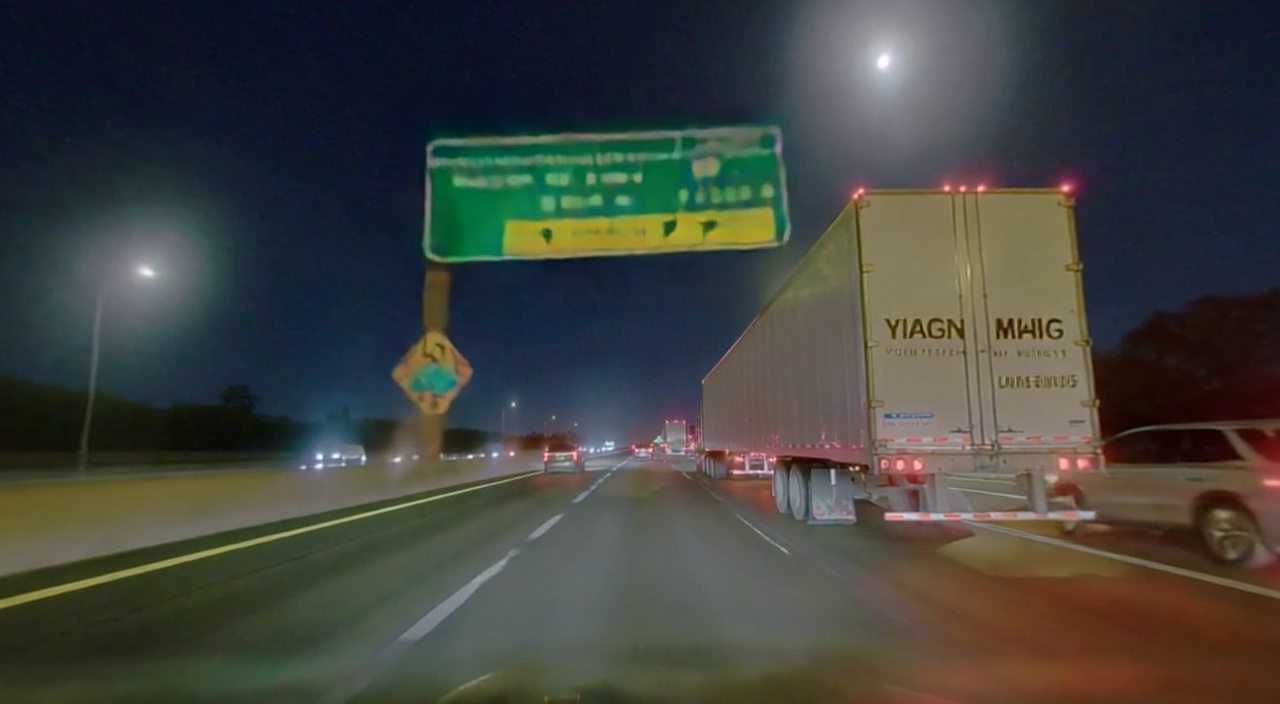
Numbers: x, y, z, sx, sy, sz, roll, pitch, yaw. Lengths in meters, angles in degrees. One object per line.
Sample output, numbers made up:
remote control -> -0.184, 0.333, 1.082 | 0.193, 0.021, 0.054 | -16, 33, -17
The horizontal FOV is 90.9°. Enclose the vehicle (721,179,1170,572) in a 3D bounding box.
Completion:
vehicle -> 3.849, 1.094, 12.741 | 2.821, 4.077, 12.562 | 0, -9, 0

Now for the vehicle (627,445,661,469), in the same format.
vehicle -> 0.256, 6.802, 41.058 | 2.063, 1.469, 4.208 | 0, -9, 0

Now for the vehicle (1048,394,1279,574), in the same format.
vehicle -> 7.252, 1.441, 7.198 | 2.060, 1.732, 4.684 | 0, -9, 0

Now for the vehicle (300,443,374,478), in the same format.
vehicle -> -23.456, 8.411, 49.196 | 2.531, 2.538, 6.239 | 0, -9, 0

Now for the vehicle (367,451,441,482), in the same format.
vehicle -> -12.459, 6.060, 33.676 | 2.044, 1.481, 4.822 | 0, -9, 1

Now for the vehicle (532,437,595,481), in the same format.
vehicle -> -3.193, 4.585, 27.188 | 2.058, 1.711, 4.226 | 0, -9, 1
